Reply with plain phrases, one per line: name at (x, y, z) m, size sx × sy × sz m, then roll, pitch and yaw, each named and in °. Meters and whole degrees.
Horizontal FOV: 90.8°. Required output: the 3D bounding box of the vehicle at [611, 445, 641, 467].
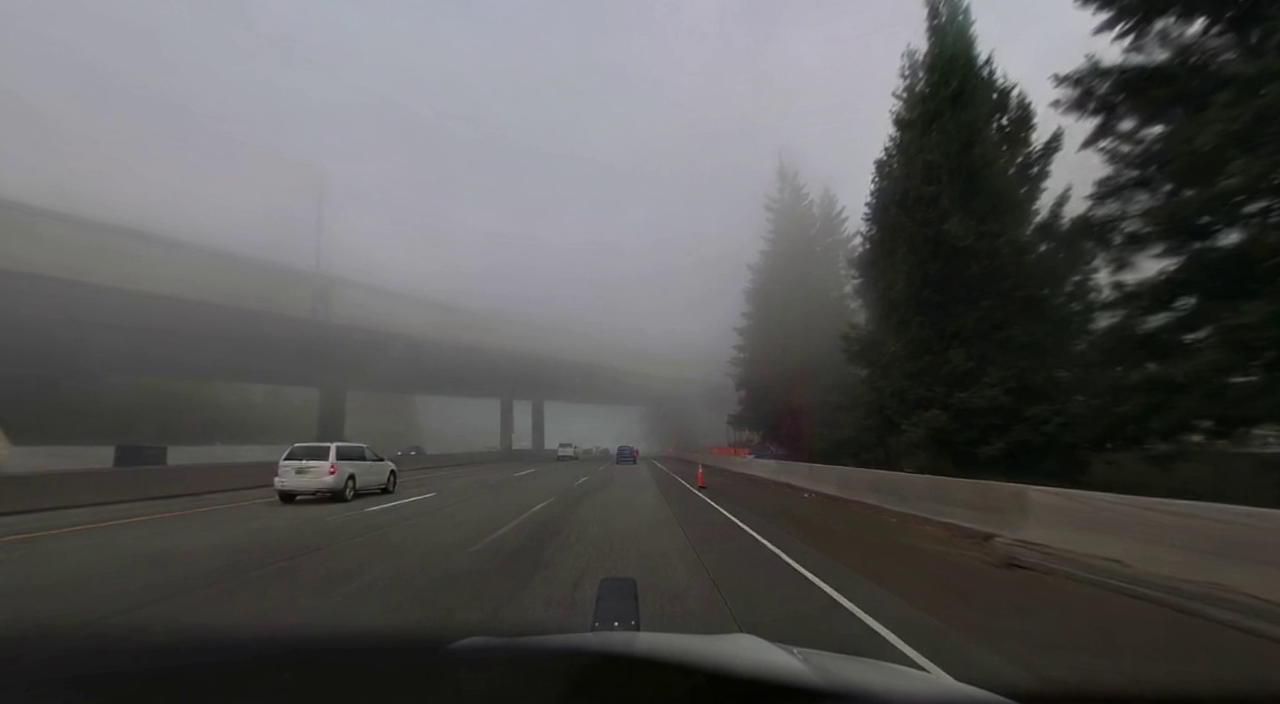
vehicle at (-0.943, 7.362, 44.979) m, size 2.051 × 1.459 × 4.092 m, roll 0°, pitch -9°, yaw 0°

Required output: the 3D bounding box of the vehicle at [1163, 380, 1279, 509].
vehicle at (13.755, 2.028, 13.768) m, size 1.868 × 2.536 × 3.267 m, roll -1°, pitch -9°, yaw 5°

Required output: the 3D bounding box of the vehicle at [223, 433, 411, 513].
vehicle at (-7.294, 2.764, 14.909) m, size 2.128 × 1.604 × 4.279 m, roll 0°, pitch -9°, yaw 0°
